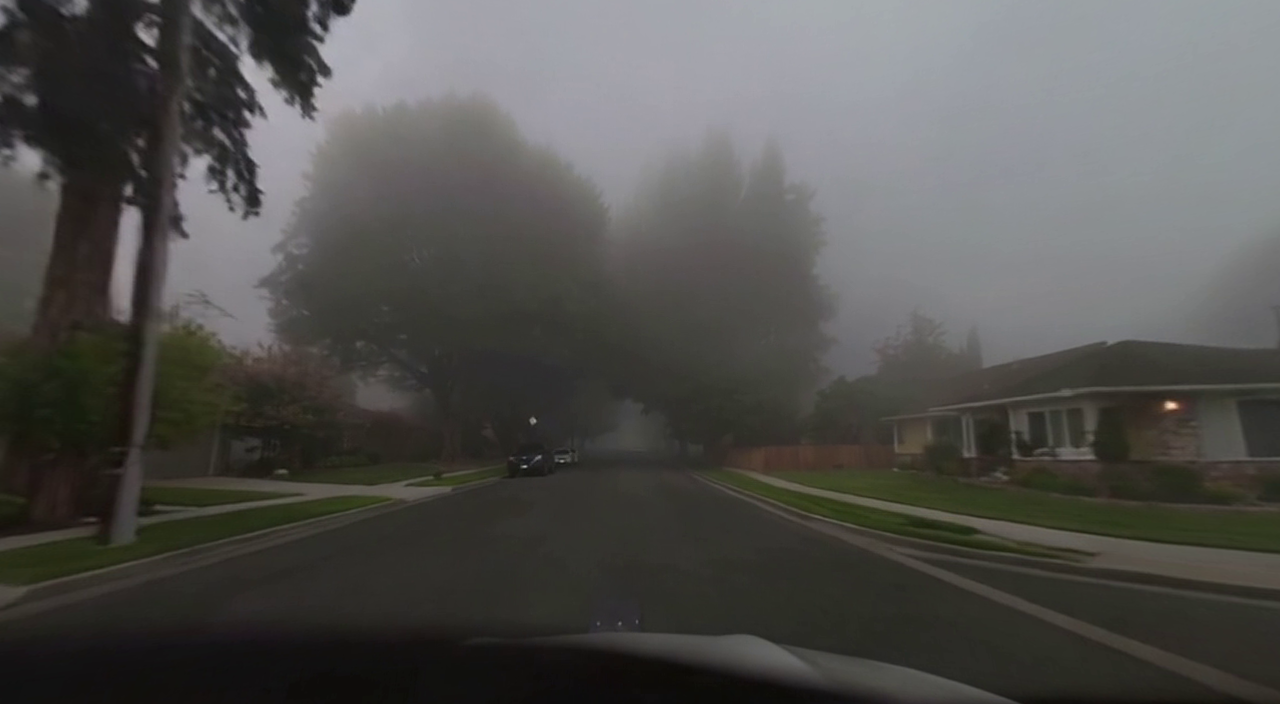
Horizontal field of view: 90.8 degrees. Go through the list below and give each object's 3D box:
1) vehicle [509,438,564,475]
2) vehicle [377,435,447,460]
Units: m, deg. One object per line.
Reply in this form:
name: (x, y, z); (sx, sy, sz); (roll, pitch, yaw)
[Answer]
vehicle: (-5.784, 5.952, 36.221); (2.341, 1.886, 5.684); (1, -9, -2)
vehicle: (-17.340, 7.233, 48.104); (4.546, 1.791, 1.992); (0, -7, -1)
